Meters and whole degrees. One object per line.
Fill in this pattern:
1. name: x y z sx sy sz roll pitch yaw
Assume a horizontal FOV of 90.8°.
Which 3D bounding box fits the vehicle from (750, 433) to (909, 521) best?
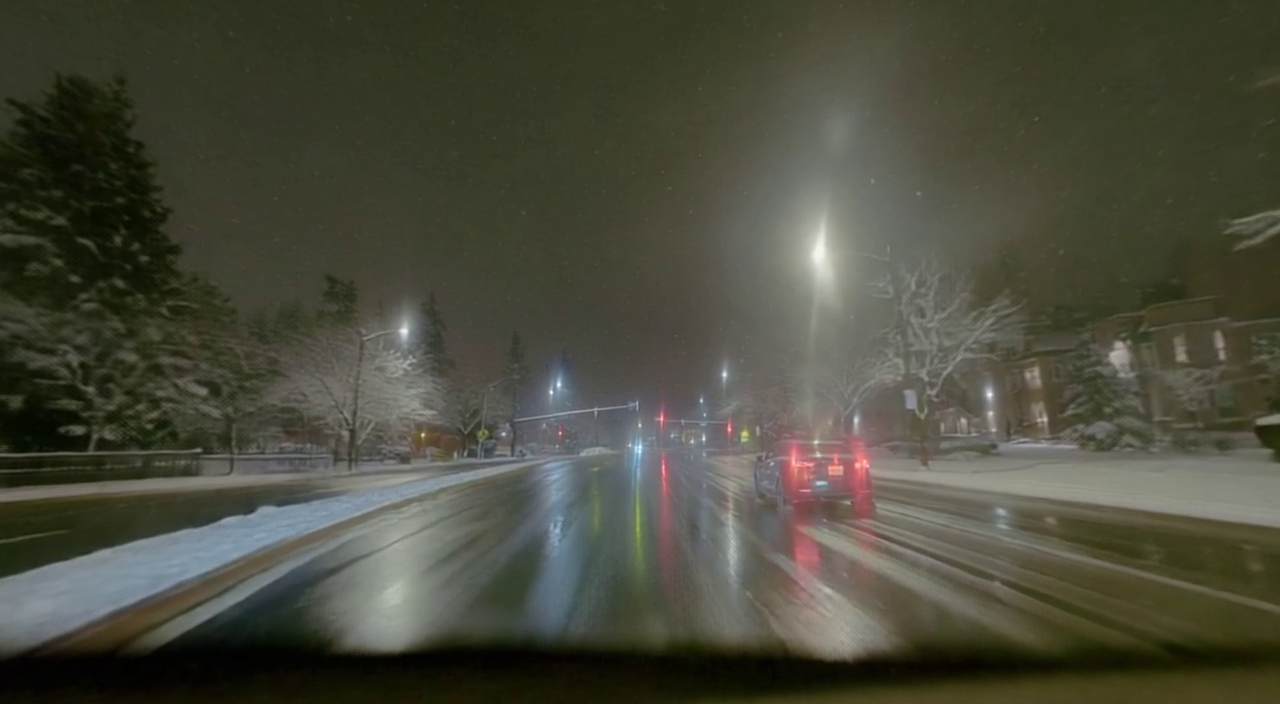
1. vehicle: 3.533 2.409 12.667 1.852 1.453 4.083 0 -9 -1
